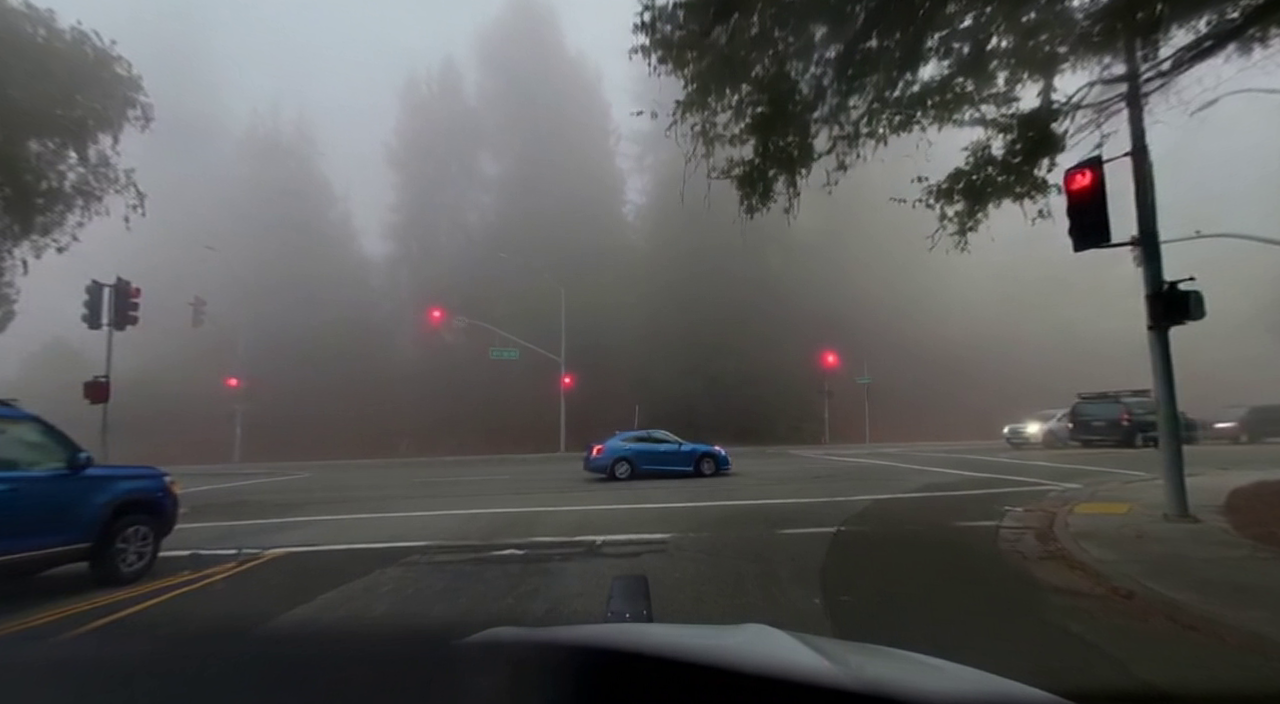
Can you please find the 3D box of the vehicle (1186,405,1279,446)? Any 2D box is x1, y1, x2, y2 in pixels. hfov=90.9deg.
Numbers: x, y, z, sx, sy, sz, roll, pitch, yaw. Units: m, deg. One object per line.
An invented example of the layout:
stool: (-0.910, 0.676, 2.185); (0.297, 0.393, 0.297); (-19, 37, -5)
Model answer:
vehicle: (28.604, 3.443, 29.193); (4.966, 1.806, 2.007); (1, -9, -7)

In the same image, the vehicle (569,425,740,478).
vehicle: (0.356, 2.893, 18.459); (4.757, 1.442, 1.858); (1, -9, -5)

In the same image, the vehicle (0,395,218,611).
vehicle: (-6.135, 1.271, 5.447); (1.928, 1.726, 4.704); (1, -9, -4)

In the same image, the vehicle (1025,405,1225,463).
vehicle: (14.857, 2.548, 19.475); (4.636, 1.668, 1.935); (1, -8, -4)
